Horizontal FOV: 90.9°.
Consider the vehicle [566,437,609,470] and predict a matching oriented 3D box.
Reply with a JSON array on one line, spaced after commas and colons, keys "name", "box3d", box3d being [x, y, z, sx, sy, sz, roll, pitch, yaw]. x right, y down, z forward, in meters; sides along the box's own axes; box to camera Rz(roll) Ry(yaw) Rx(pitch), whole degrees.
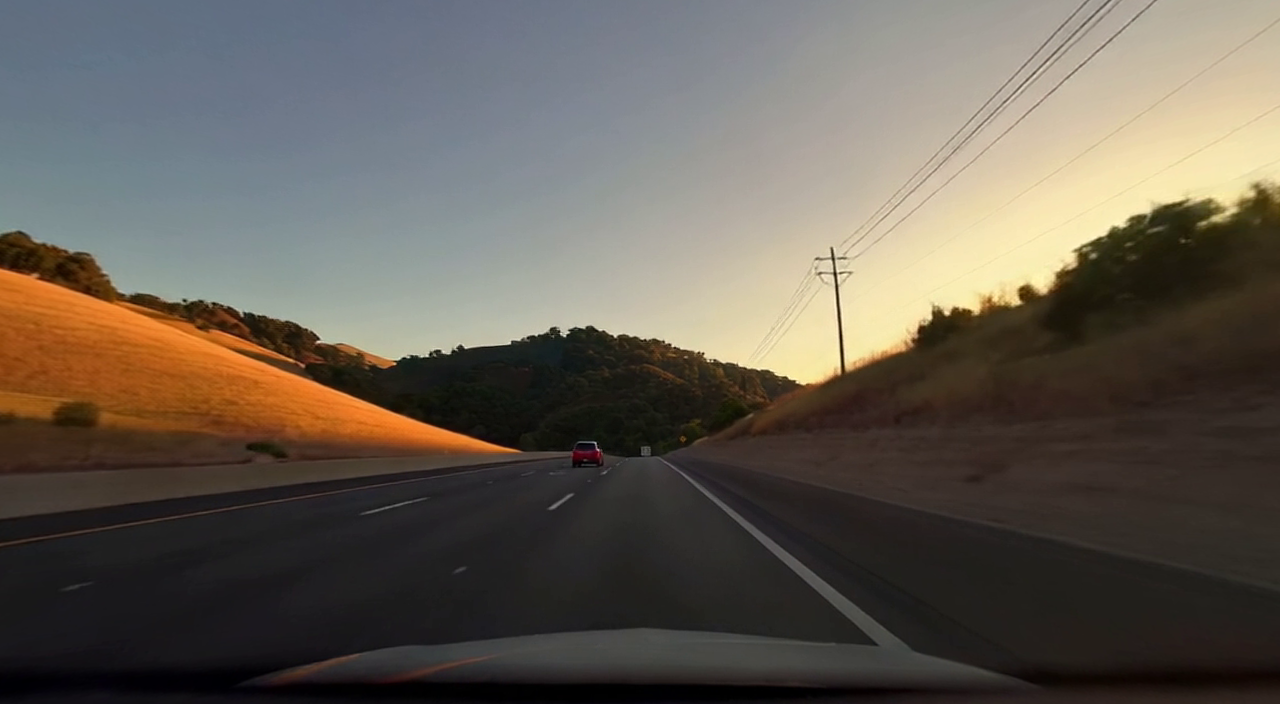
[{"name": "vehicle", "box3d": [-3.102, 6.071, 38.024, 2.136, 1.845, 4.515, 0, -8, 1]}]

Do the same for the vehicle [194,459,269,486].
[{"name": "vehicle", "box3d": [-25.517, 7.502, 39.578, 1.847, 1.470, 4.288, 0, -8, 0]}]
